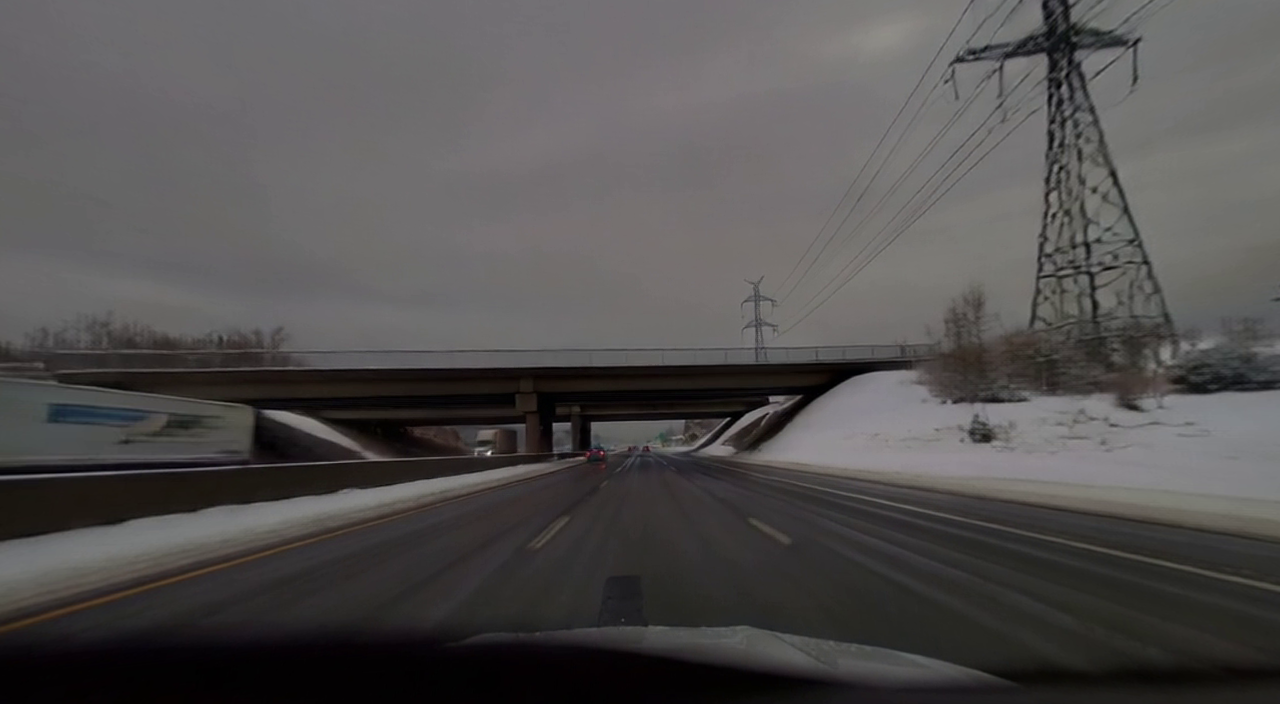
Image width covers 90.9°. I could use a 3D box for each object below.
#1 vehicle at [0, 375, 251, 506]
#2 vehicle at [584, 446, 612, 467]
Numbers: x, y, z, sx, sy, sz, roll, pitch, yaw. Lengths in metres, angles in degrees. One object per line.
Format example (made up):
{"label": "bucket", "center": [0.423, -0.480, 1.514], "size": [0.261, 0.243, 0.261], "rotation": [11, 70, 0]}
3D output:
{"label": "vehicle", "center": [-20.009, 3.266, 22.733], "size": [2.903, 3.782, 14.097], "rotation": [0, -9, 1]}
{"label": "vehicle", "center": [-3.233, 8.159, 49.173], "size": [1.924, 1.550, 4.165], "rotation": [0, -9, 1]}
